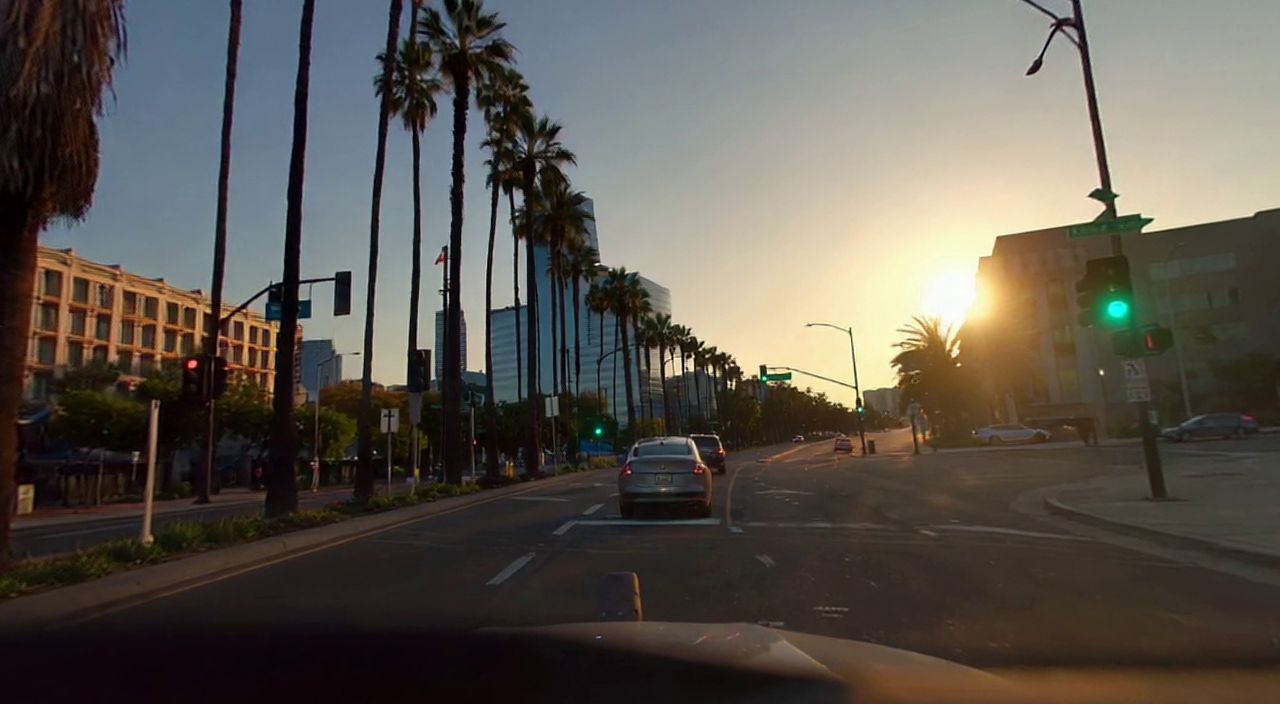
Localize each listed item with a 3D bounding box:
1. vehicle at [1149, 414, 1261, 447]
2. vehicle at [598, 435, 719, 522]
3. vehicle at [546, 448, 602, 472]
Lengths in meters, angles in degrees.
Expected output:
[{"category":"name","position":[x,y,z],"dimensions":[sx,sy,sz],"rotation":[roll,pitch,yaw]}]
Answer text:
[{"category":"vehicle","position":[32.949,4.614,36.879],"dimensions":[5.049,1.861,2.081],"rotation":[2,-9,-11]},{"category":"vehicle","position":[0.487,2.504,13.064],"dimensions":[2.096,1.492,4.071],"rotation":[-1,-9,5]},{"category":"vehicle","position":[-4.151,6.871,40.420],"dimensions":[2.012,1.467,4.592],"rotation":[-3,-9,15]}]
